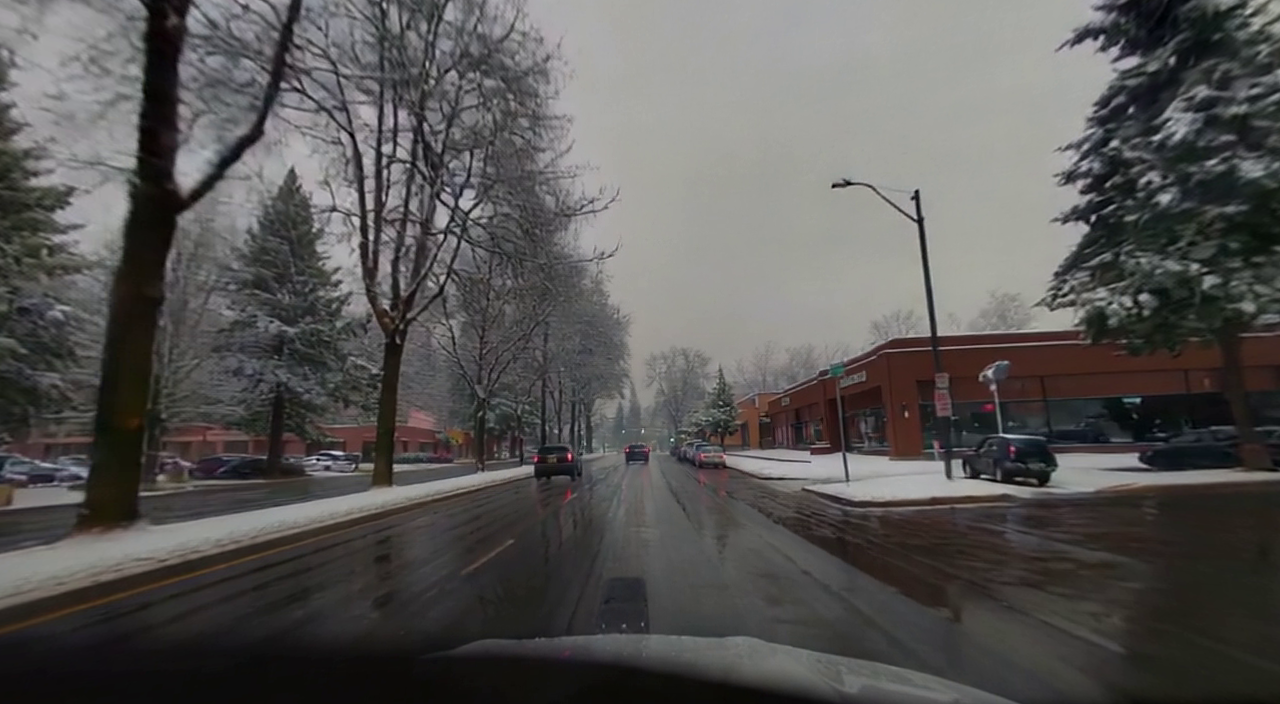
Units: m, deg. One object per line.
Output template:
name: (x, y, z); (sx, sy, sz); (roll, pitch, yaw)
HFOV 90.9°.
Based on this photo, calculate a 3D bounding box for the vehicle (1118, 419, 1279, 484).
vehicle: (15.483, 2.631, 16.779); (2.000, 1.494, 4.382); (0, -8, -1)

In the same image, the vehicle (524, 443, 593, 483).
vehicle: (-3.239, 4.517, 25.988); (2.151, 1.484, 4.468); (0, -8, 1)

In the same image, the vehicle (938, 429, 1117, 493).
vehicle: (10.194, 2.905, 17.107); (1.998, 1.494, 4.411); (0, -8, -1)

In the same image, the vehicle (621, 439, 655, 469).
vehicle: (-0.147, 6.576, 40.780); (2.075, 1.770, 4.018); (0, -8, -1)

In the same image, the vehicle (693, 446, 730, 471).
vehicle: (4.502, 6.756, 40.283); (1.896, 1.451, 4.329); (0, -8, 0)
